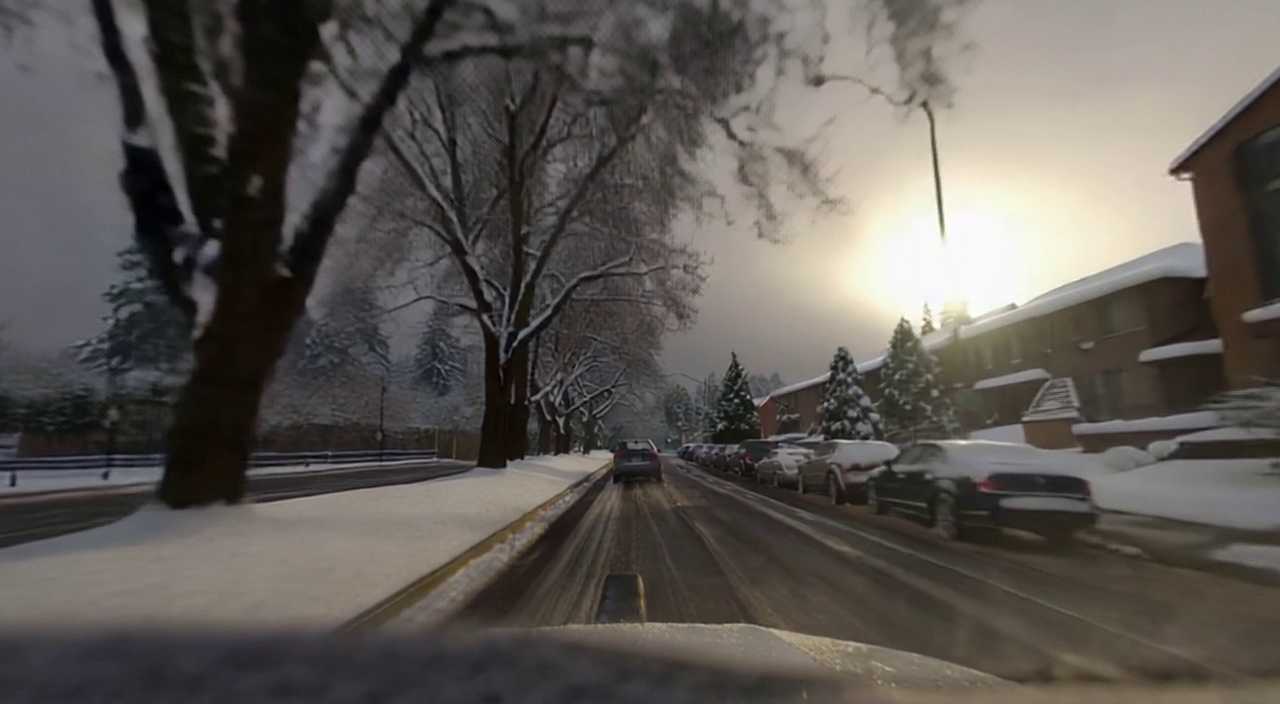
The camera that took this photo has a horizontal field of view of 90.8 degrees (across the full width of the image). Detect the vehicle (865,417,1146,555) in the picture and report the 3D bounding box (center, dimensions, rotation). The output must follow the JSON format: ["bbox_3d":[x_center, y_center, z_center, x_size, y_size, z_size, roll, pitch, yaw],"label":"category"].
[{"bbox_3d":[5.846,2.193,11.022,2.139,1.872,4.585,0,-9,1],"label":"vehicle"}]

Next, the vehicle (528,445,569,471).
[{"bbox_3d":[-5.473,6.394,38.394,2.105,1.474,4.808,0,-9,-4],"label":"vehicle"}]

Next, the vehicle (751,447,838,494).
[{"bbox_3d":[5.335,4.128,22.385,2.005,1.499,4.108,0,-9,0],"label":"vehicle"}]

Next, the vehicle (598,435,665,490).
[{"bbox_3d":[-0.292,3.726,21.580,2.070,1.698,3.925,0,-9,-1],"label":"vehicle"}]
